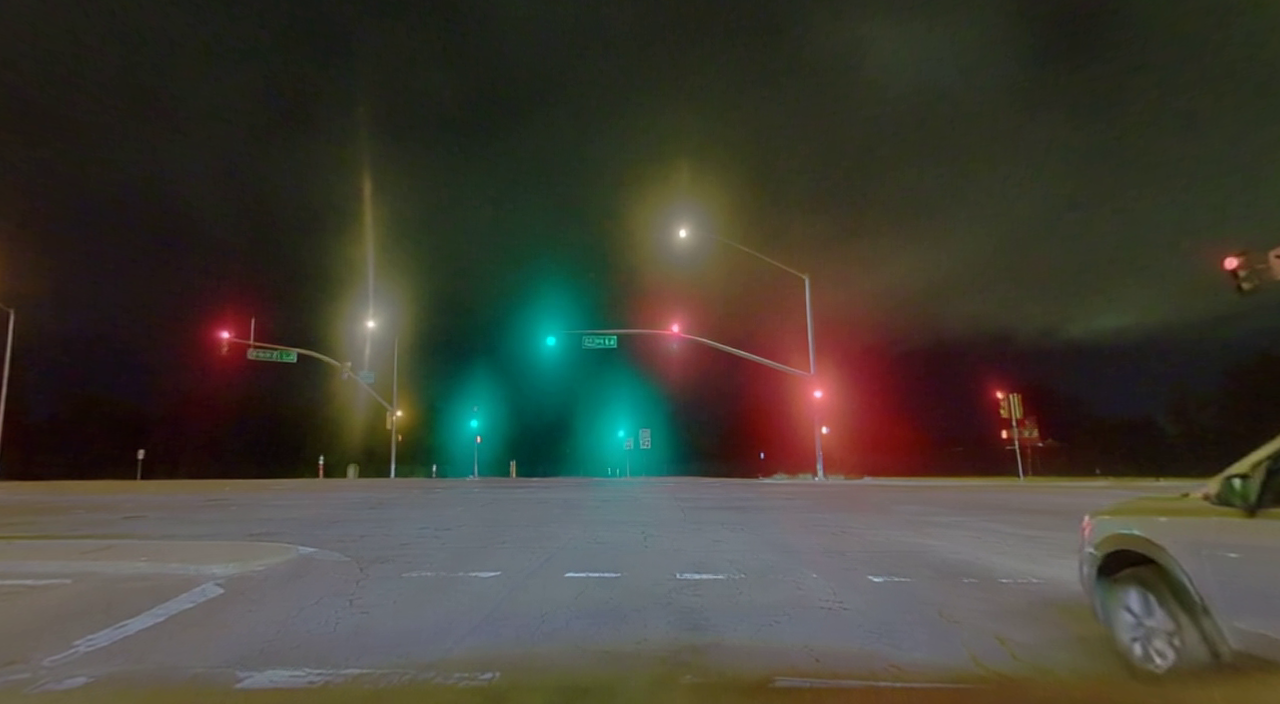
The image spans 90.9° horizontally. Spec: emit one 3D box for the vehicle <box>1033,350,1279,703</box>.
[{"bbox_3d":[3.096,0.704,1.322,1.938,1.648,4.211,-1,-8,3],"label":"vehicle"}]
